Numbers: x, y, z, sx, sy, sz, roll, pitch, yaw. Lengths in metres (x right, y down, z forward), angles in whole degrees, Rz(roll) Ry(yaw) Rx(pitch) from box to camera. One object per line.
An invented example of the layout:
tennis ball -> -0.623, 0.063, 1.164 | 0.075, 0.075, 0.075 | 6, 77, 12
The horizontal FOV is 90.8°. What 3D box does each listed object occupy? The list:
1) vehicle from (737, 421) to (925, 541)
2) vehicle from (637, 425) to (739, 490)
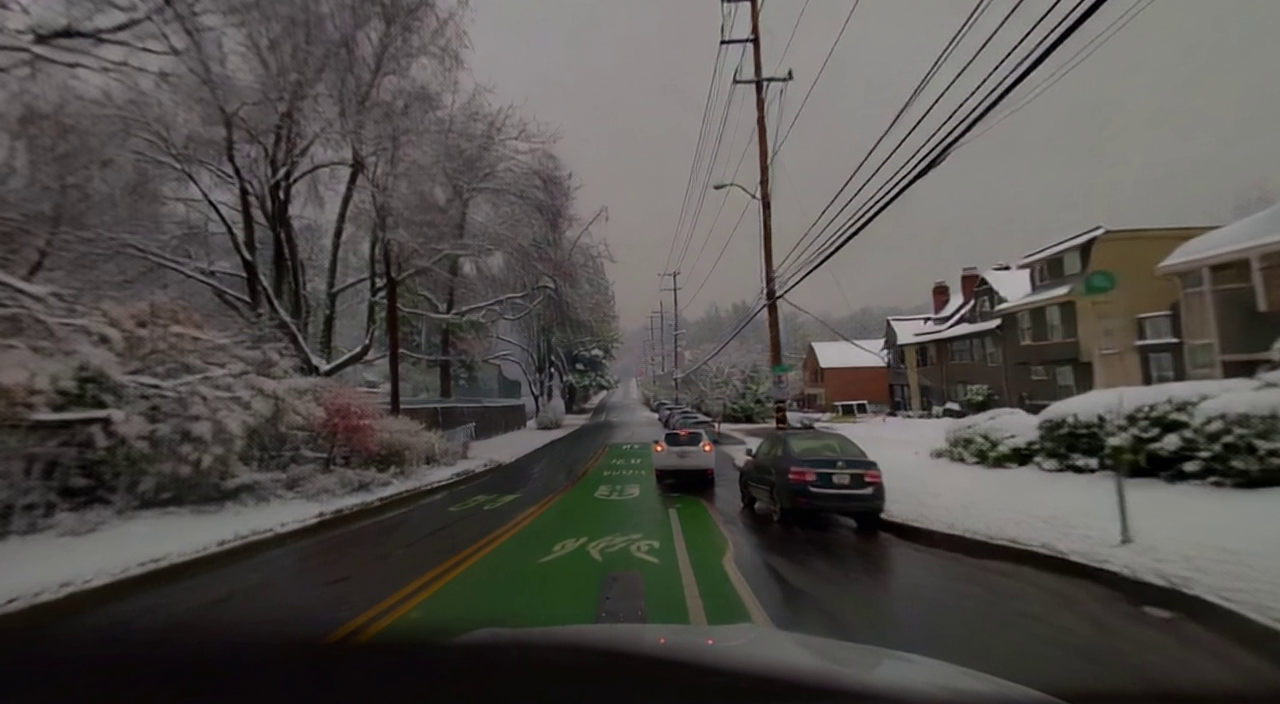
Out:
vehicle -> 3.084, 2.171, 11.329 | 1.909, 1.694, 4.472 | 0, -8, -1
vehicle -> 1.559, 2.972, 18.191 | 2.235, 1.500, 4.496 | 1, -8, 13
